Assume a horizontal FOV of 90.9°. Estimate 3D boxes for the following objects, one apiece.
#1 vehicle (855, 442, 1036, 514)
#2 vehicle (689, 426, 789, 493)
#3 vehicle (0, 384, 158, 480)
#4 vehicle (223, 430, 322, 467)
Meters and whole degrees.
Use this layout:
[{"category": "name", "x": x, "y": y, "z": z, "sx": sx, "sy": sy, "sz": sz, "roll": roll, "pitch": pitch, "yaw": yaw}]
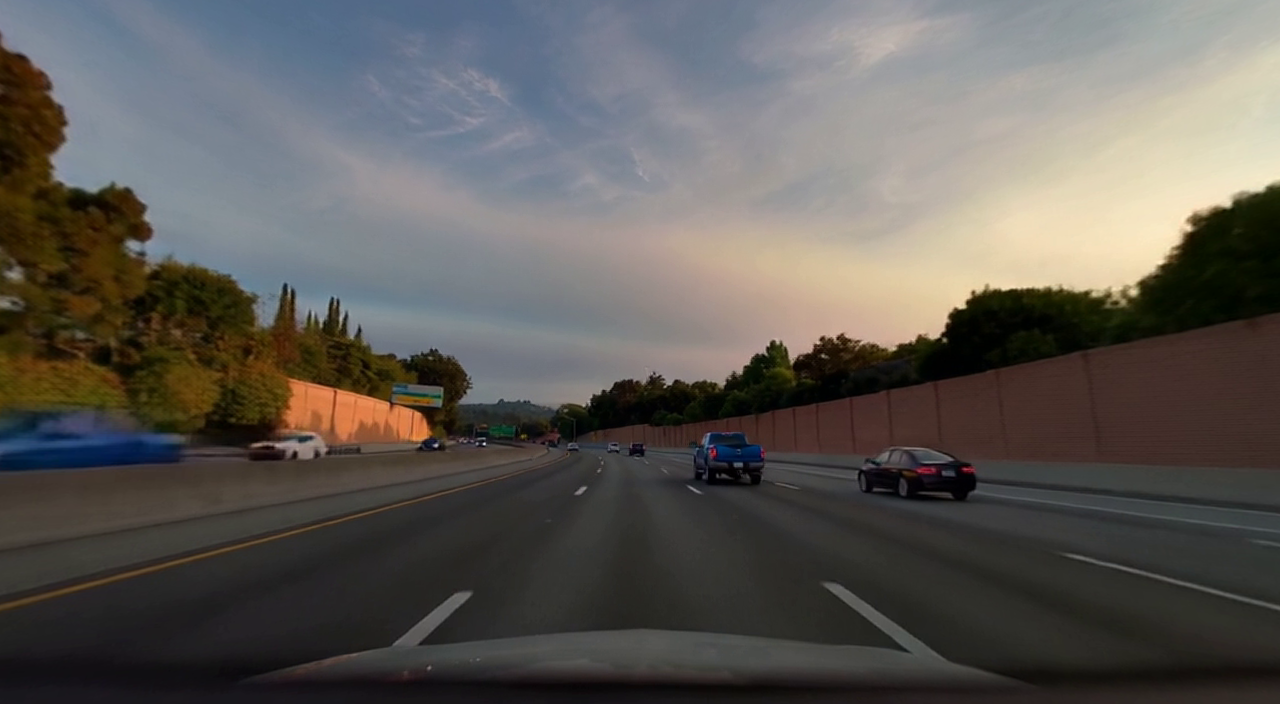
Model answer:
[{"category": "vehicle", "x": 7.332, "y": 3.036, "z": 15.890, "sx": 1.976, "sy": 1.485, "sz": 4.925, "roll": 0, "pitch": -8, "yaw": -2}, {"category": "vehicle", "x": 3.157, "y": 3.599, "z": 21.513, "sx": 2.374, "sy": 1.952, "sz": 5.431, "roll": 0, "pitch": -8, "yaw": -2}, {"category": "vehicle", "x": -14.171, "y": 1.805, "z": 14.010, "sx": 2.324, "sy": 1.948, "sz": 5.784, "roll": 0, "pitch": -8, "yaw": 0}, {"category": "vehicle", "x": -17.711, "y": 4.669, "z": 30.667, "sx": 2.118, "sy": 1.616, "sz": 4.575, "roll": 0, "pitch": -8, "yaw": -1}]
